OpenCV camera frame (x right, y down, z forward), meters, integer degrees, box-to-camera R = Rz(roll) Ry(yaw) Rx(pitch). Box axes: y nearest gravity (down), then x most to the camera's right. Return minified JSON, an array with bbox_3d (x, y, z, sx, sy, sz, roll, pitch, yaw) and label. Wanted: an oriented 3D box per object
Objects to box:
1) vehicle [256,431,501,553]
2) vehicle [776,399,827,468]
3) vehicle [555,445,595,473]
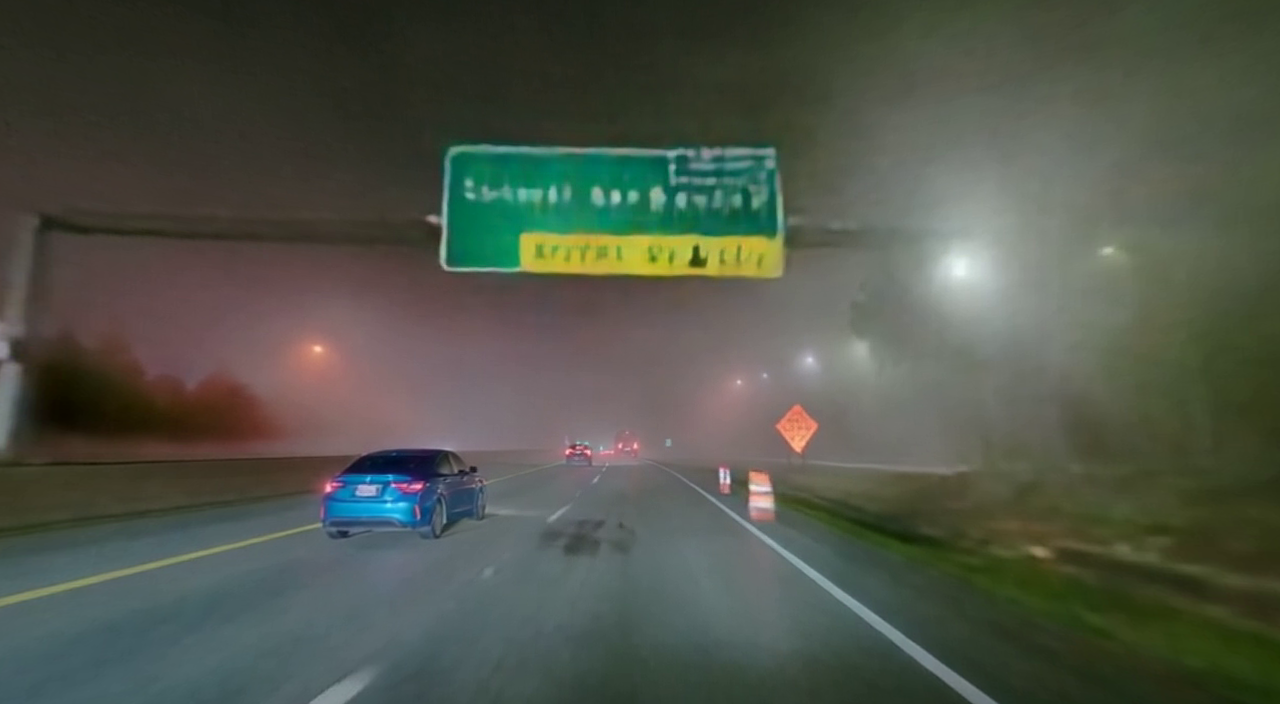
[{"bbox_3d":[-3.807,2.128,10.307,2.012,1.510,4.672,0,-9,0],"label":"vehicle"},{"bbox_3d":[10.124,5.169,39.648,2.203,4.166,2.914,1,-9,-3],"label":"vehicle"},{"bbox_3d":[-3.554,5.984,35.303,1.965,1.459,4.145,1,-9,-2],"label":"vehicle"}]
